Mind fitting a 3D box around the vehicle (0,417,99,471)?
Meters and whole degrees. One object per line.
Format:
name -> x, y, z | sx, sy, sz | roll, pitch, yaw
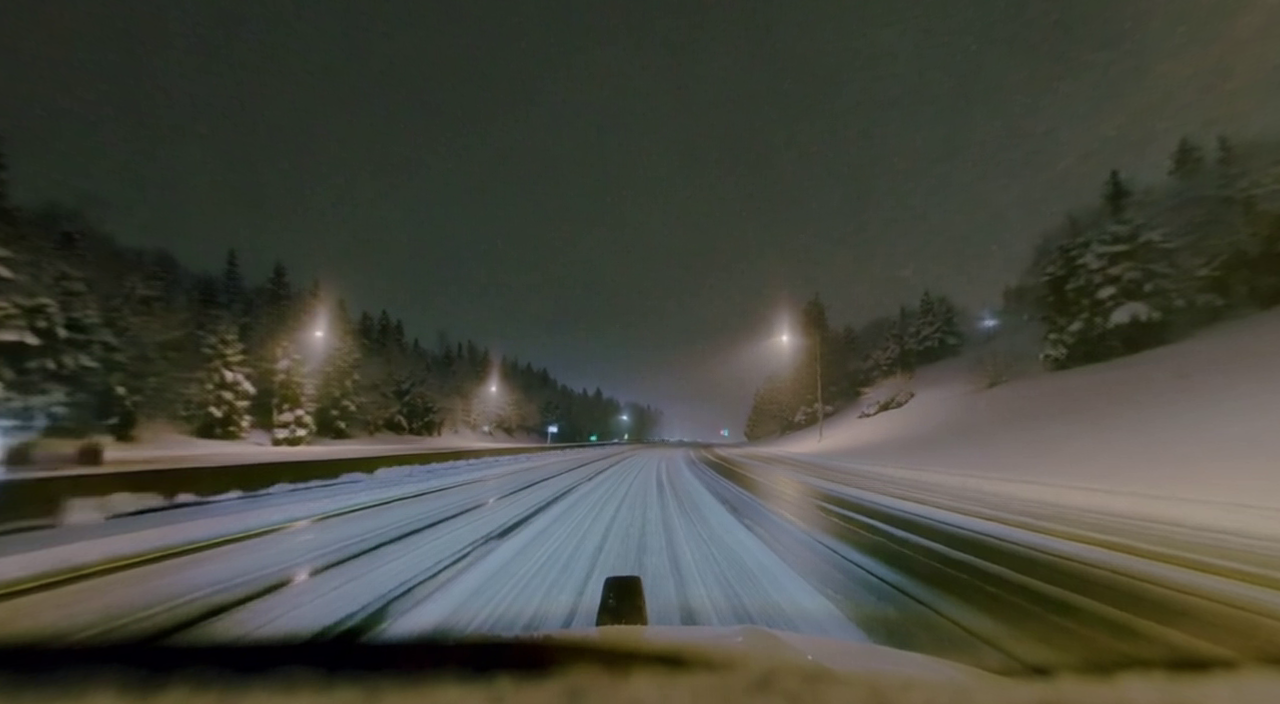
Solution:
vehicle -> -25.690, 3.792, 25.813 | 2.140, 2.045, 5.144 | -1, -8, 2
